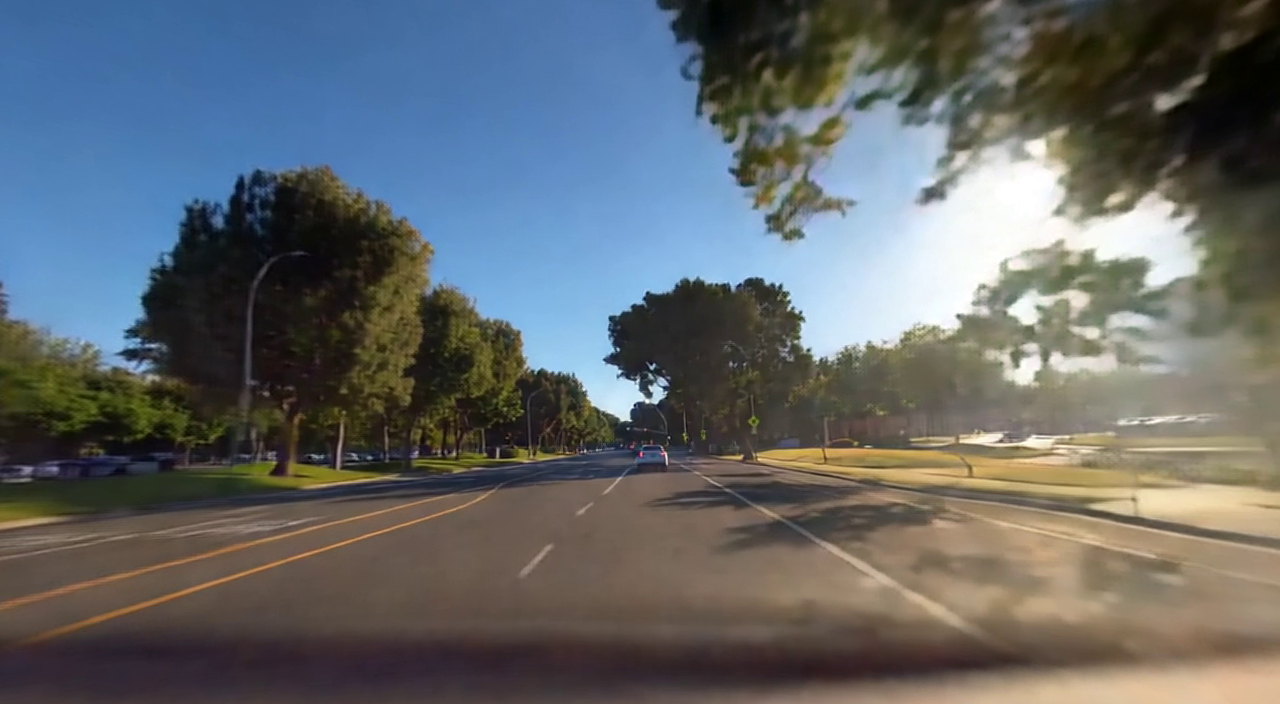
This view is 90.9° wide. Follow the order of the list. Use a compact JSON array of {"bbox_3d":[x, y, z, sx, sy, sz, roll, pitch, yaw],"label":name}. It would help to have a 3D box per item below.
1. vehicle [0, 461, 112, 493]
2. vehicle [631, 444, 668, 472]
[{"bbox_3d":[-30.117,6.337,32.146,4.617,1.450,1.968,-1,-8,1],"label":"vehicle"},{"bbox_3d":[0.509,6.087,36.570,1.978,1.499,3.915,-1,-8,0],"label":"vehicle"}]
